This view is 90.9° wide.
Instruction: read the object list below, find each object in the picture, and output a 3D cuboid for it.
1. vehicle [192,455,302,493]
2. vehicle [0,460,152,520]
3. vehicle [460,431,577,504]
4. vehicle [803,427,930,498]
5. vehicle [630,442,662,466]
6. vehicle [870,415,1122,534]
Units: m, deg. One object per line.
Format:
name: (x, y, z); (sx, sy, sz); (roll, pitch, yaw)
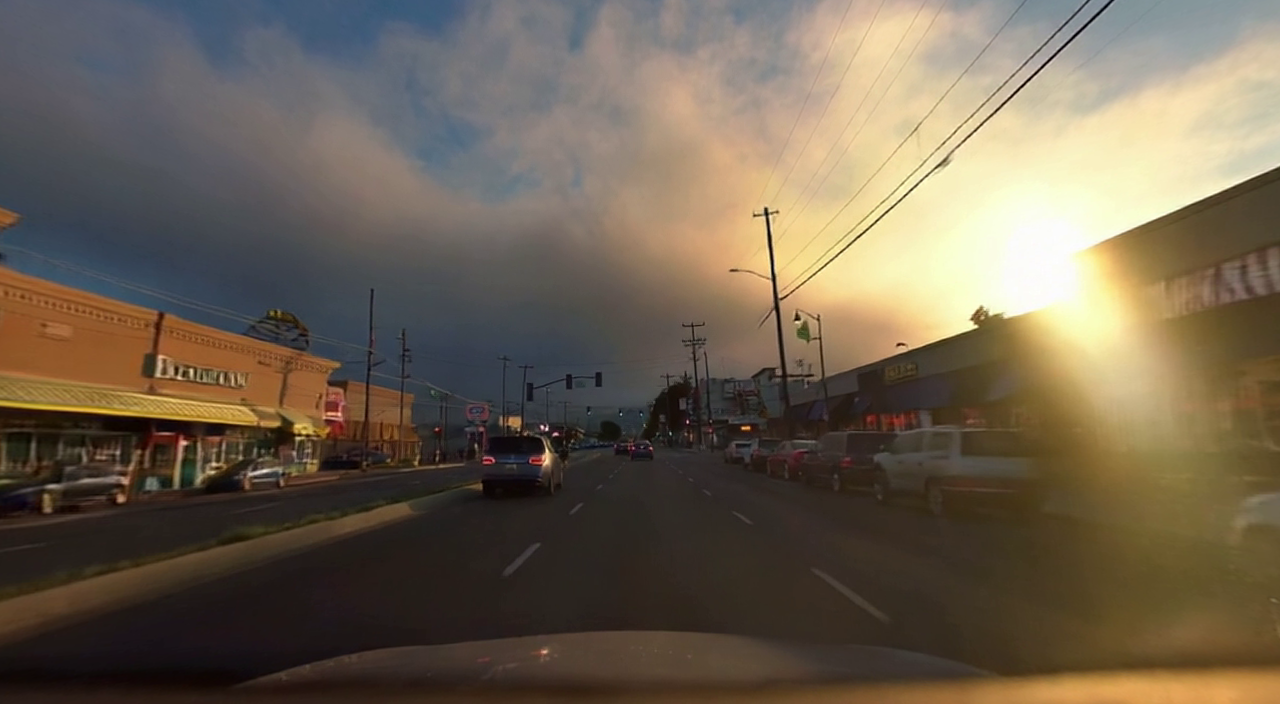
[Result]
vehicle: (-17.263, 5.356, 27.999); (1.894, 1.458, 4.565); (0, -9, 1)
vehicle: (-17.270, 3.974, 18.657); (2.046, 1.458, 4.539); (0, -9, -1)
vehicle: (-3.003, 2.982, 16.716); (2.049, 1.646, 4.445); (-1, -9, 2)
vehicle: (6.556, 3.257, 18.951); (1.985, 1.835, 4.936); (0, -9, 0)
vehicle: (0.386, 6.905, 42.869); (2.037, 1.484, 4.073); (0, -9, 0)
vehicle: (6.607, 2.340, 12.668); (2.005, 1.858, 5.253); (0, -9, 0)
